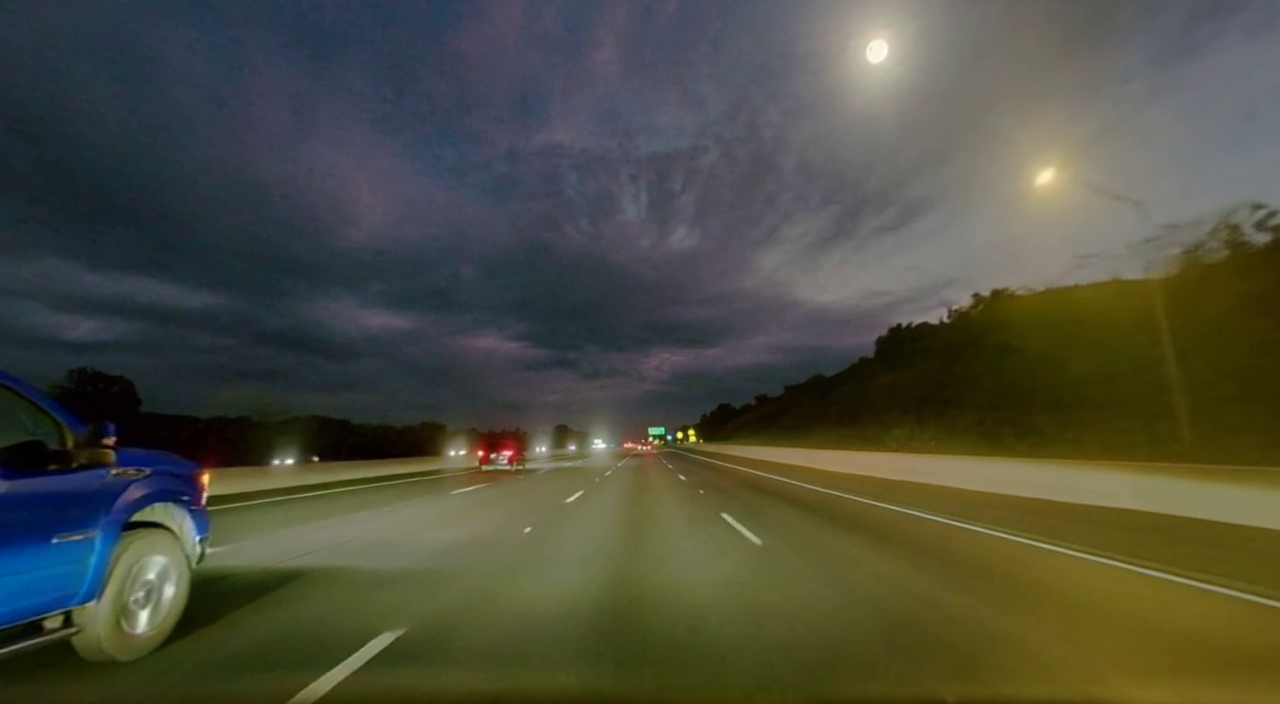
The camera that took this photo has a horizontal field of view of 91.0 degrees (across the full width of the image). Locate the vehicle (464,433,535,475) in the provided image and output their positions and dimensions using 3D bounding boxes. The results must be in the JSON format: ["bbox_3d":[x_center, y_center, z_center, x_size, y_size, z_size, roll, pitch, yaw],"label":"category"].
[{"bbox_3d":[-6.897,5.065,31.523,2.260,1.917,5.499,0,-9,0],"label":"vehicle"}]

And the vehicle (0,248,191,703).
[{"bbox_3d":[-3.626,0.289,0.205,2.339,2.004,6.171,0,-9,1],"label":"vehicle"}]
